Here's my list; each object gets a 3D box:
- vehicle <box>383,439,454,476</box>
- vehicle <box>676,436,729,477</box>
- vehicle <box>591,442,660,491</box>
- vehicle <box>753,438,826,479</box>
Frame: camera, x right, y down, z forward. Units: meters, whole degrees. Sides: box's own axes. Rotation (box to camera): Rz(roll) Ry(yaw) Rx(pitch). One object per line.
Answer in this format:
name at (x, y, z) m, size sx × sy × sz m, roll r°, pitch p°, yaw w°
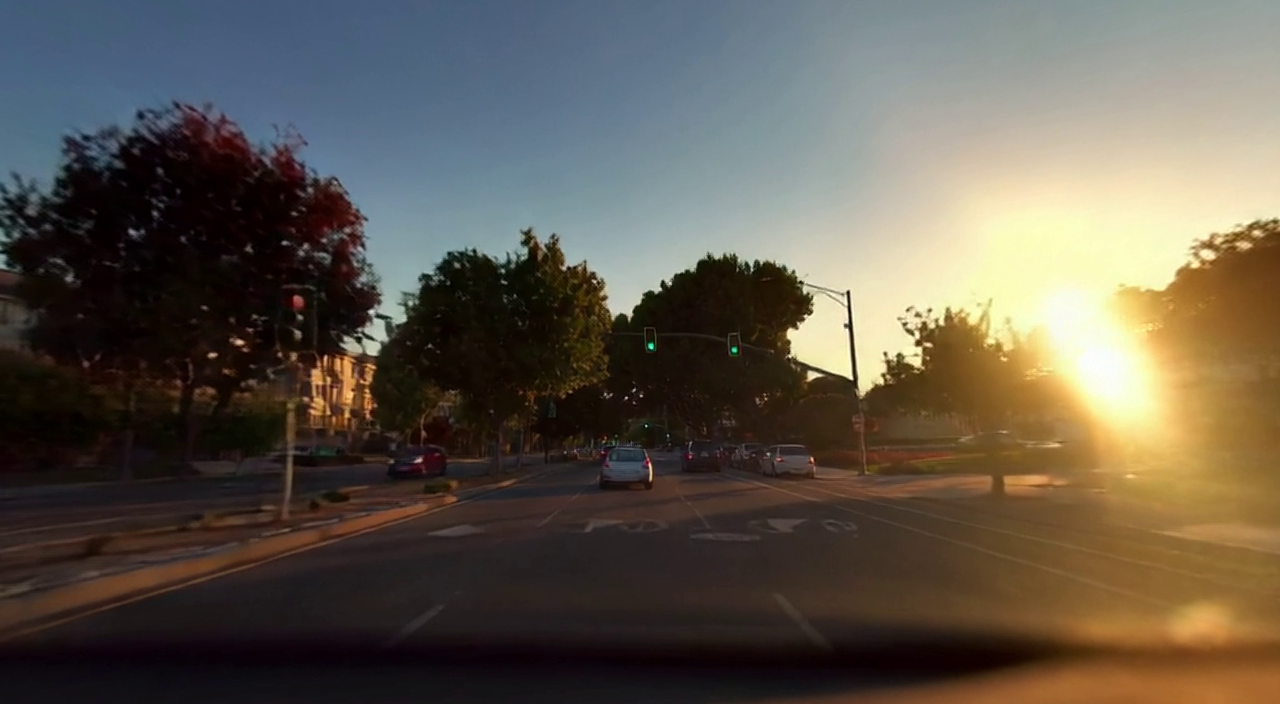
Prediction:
vehicle at (-11.825, 5.652, 34.036) m, size 2.097 × 1.826 × 4.812 m, roll 0°, pitch -8°, yaw -1°
vehicle at (2.968, 5.078, 30.916) m, size 2.073 × 1.822 × 4.276 m, roll 0°, pitch -8°, yaw -1°
vehicle at (-0.487, 3.850, 21.563) m, size 2.140 × 1.474 × 4.026 m, roll 0°, pitch -8°, yaw -1°
vehicle at (7.256, 5.289, 31.272) m, size 2.184 × 1.786 × 5.497 m, roll 2°, pitch -10°, yaw -1°
